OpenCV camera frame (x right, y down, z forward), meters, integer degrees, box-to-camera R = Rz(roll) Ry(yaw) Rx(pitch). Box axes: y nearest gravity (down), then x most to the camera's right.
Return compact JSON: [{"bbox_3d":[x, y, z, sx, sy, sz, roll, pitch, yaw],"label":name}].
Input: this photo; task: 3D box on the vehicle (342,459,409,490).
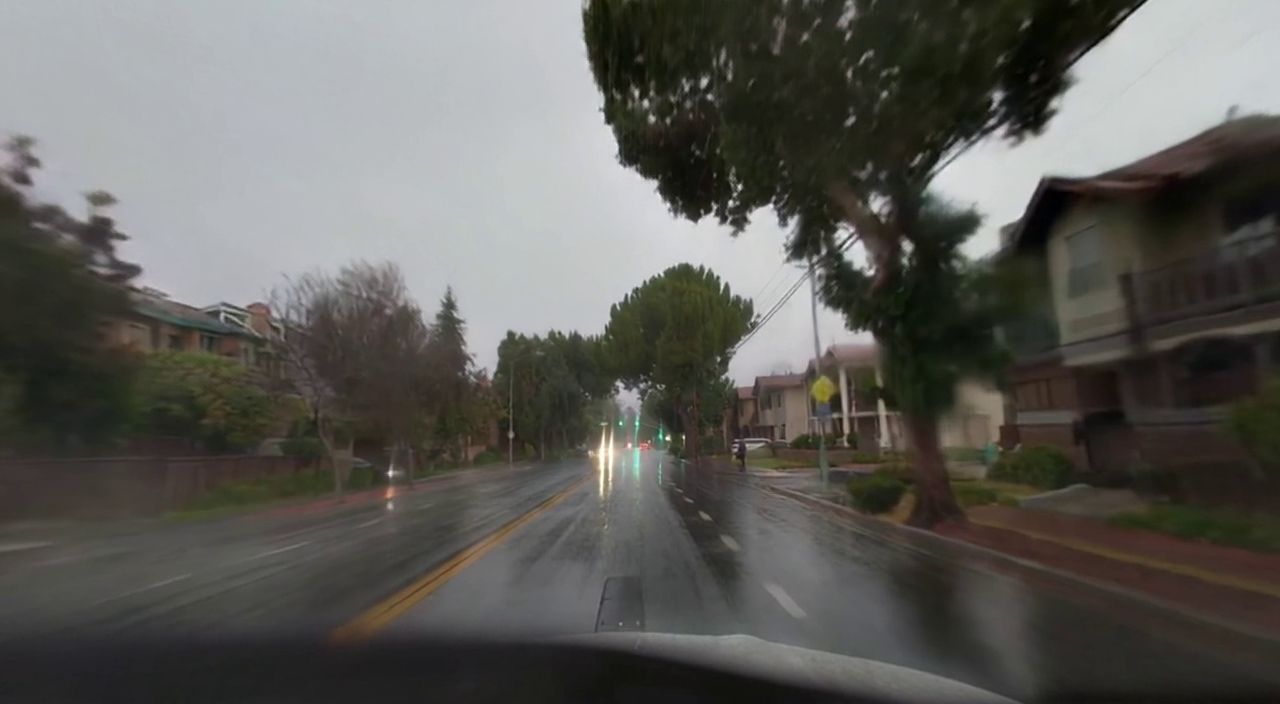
[{"bbox_3d":[-15.480,7.181,37.262,2.124,1.538,4.237,-1,-8,0],"label":"vehicle"}]
